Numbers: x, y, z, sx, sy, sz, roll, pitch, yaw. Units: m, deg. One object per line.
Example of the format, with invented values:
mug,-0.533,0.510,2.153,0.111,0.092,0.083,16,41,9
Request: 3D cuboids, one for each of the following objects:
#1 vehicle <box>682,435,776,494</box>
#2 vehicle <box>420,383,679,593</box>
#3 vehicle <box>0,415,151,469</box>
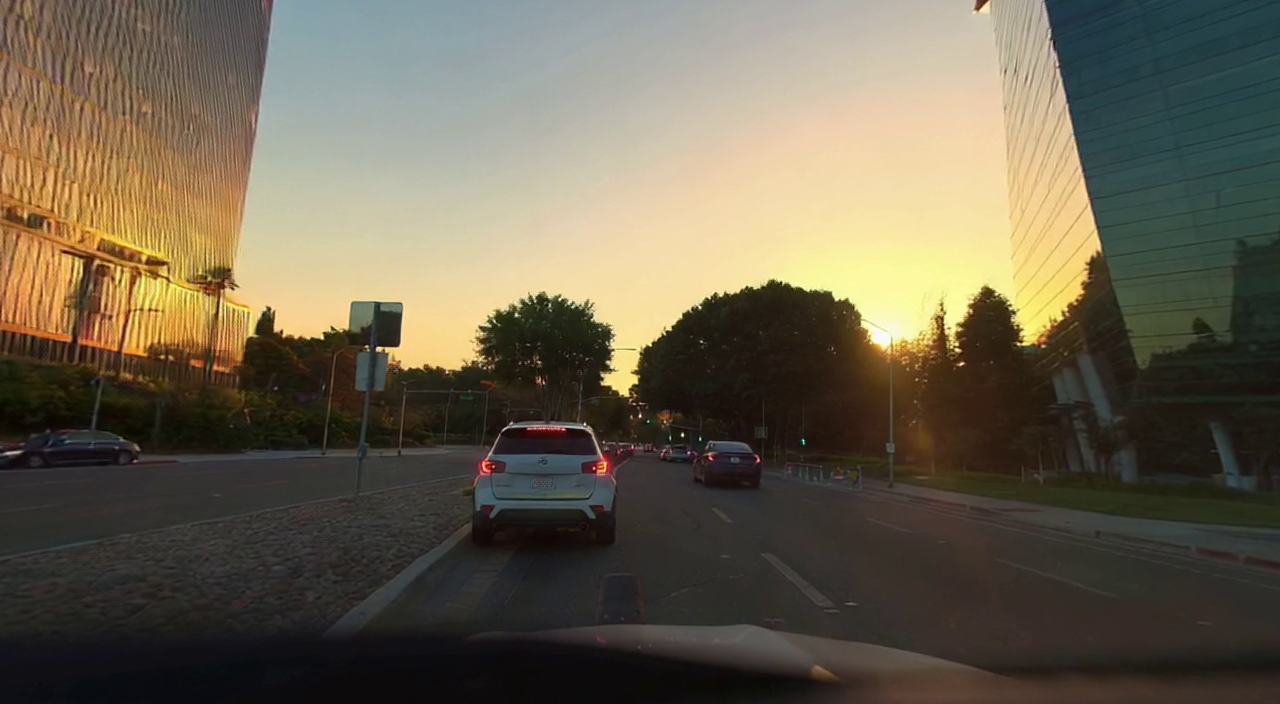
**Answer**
vehicle,3.019,3.938,22.426,2.301,1.716,4.856,4,-9,-4
vehicle,-1.140,1.557,8.104,2.275,1.819,4.883,1,-9,-9
vehicle,-18.844,2.954,20.440,1.911,1.542,4.748,0,-8,1
